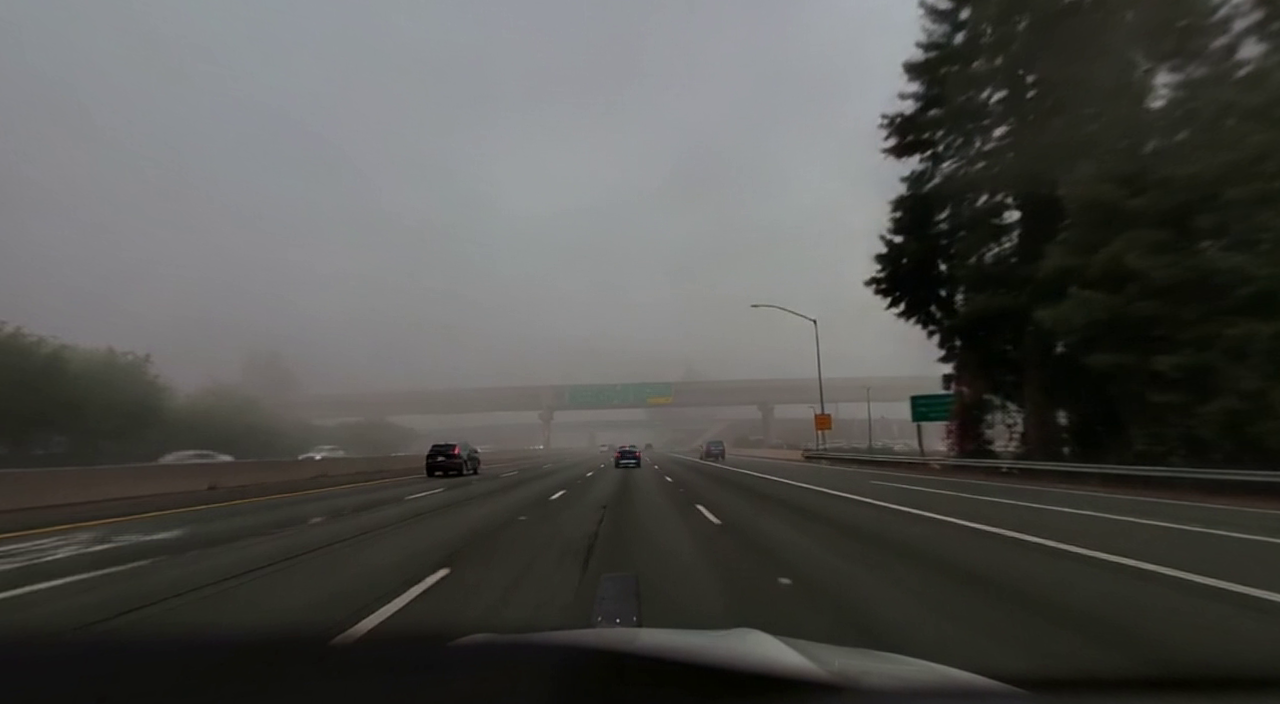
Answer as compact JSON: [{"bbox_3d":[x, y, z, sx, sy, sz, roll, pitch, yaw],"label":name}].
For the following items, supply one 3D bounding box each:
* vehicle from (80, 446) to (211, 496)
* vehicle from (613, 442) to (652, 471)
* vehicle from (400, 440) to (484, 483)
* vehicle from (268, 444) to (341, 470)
[{"bbox_3d":[-20.425,4.885,26.384,2.021,1.788,4.335,1,-8,-2],"label":"vehicle"},{"bbox_3d":[-0.483,5.731,34.775,2.012,1.471,4.059,0,-8,-2],"label":"vehicle"},{"bbox_3d":[-7.726,4.291,25.087,1.957,1.554,4.350,0,-8,-1],"label":"vehicle"},{"bbox_3d":[-24.113,7.543,45.713,2.331,1.753,5.521,0,-8,0],"label":"vehicle"}]
